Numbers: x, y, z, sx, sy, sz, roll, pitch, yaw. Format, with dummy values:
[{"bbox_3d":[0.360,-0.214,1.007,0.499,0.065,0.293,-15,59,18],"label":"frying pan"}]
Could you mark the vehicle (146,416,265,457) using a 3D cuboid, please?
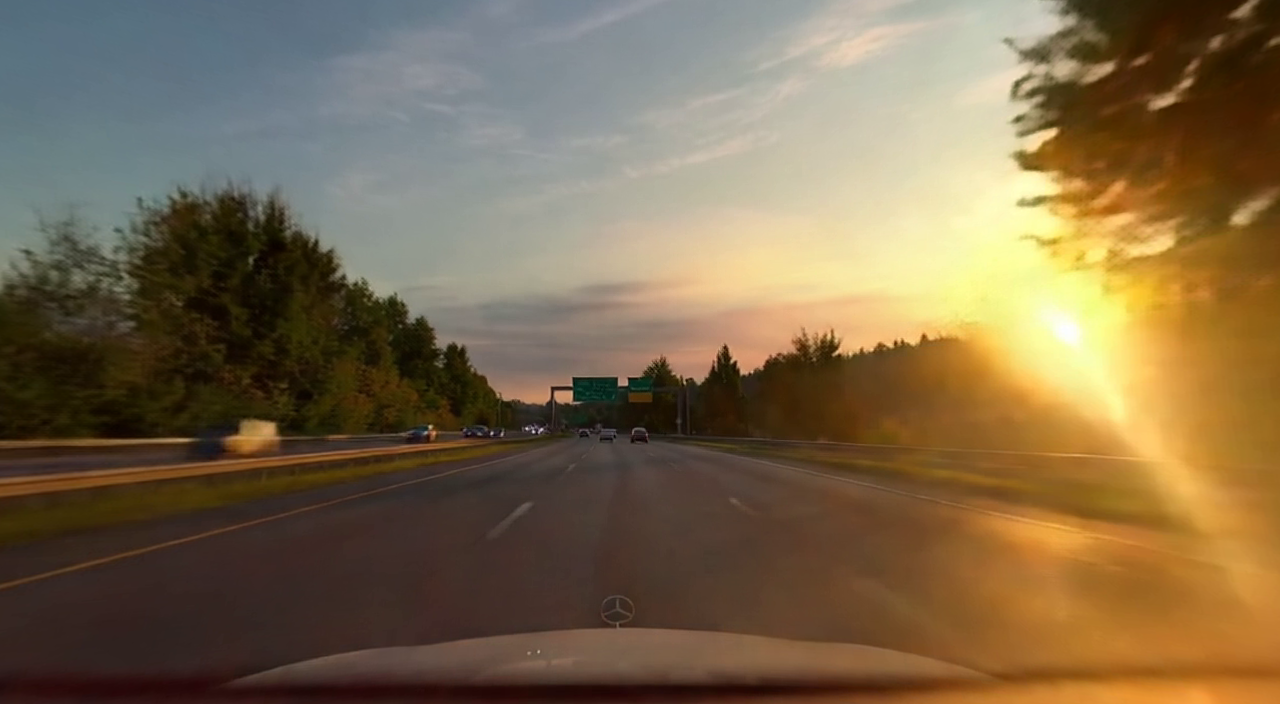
[{"bbox_3d":[-17.459,3.424,25.584,2.011,1.544,4.012,0,-7,-2],"label":"vehicle"}]
